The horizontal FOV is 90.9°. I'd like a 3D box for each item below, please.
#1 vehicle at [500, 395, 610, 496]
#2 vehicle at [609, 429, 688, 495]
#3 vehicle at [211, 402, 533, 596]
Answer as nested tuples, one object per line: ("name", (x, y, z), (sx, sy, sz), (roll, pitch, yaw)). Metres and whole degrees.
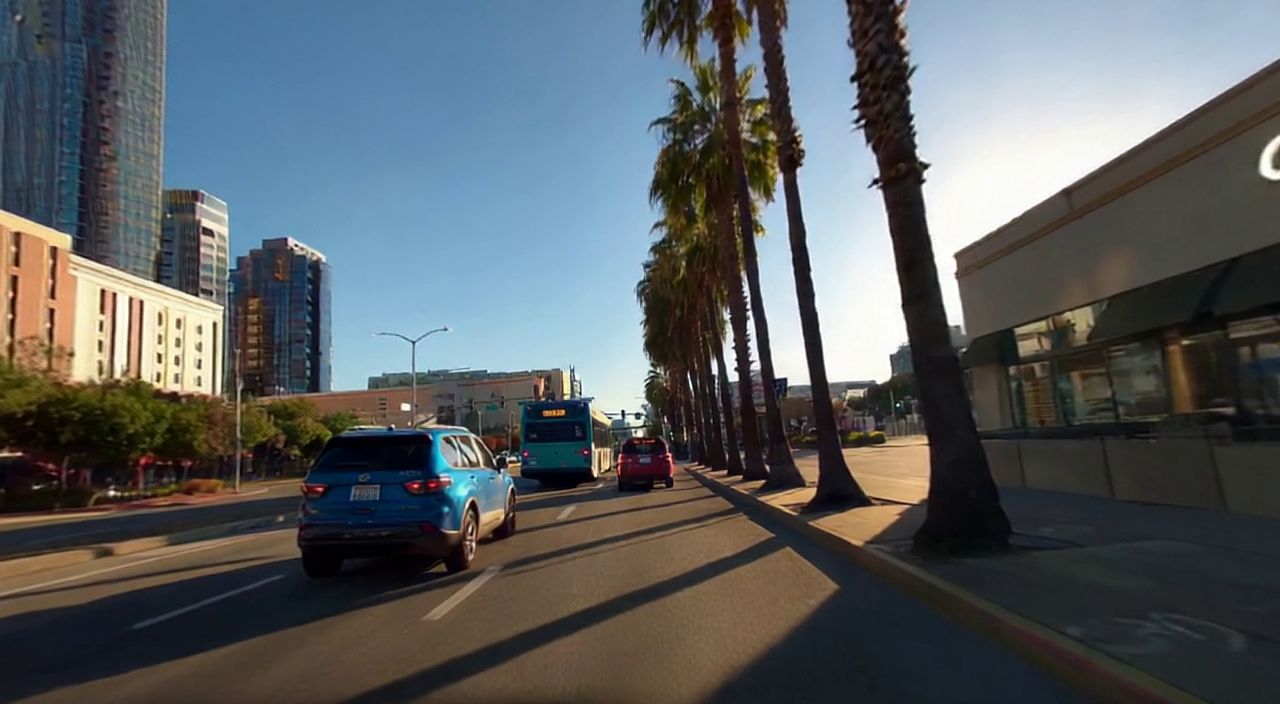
("vehicle", (-2.823, 3.477, 23.663), (2.775, 3.064, 8.297), (-1, -8, 1))
("vehicle", (0.247, 3.237, 18.892), (2.120, 1.727, 3.917), (-1, -8, 1))
("vehicle", (-2.923, 1.721, 8.294), (2.124, 1.799, 4.587), (-1, -8, 1))
